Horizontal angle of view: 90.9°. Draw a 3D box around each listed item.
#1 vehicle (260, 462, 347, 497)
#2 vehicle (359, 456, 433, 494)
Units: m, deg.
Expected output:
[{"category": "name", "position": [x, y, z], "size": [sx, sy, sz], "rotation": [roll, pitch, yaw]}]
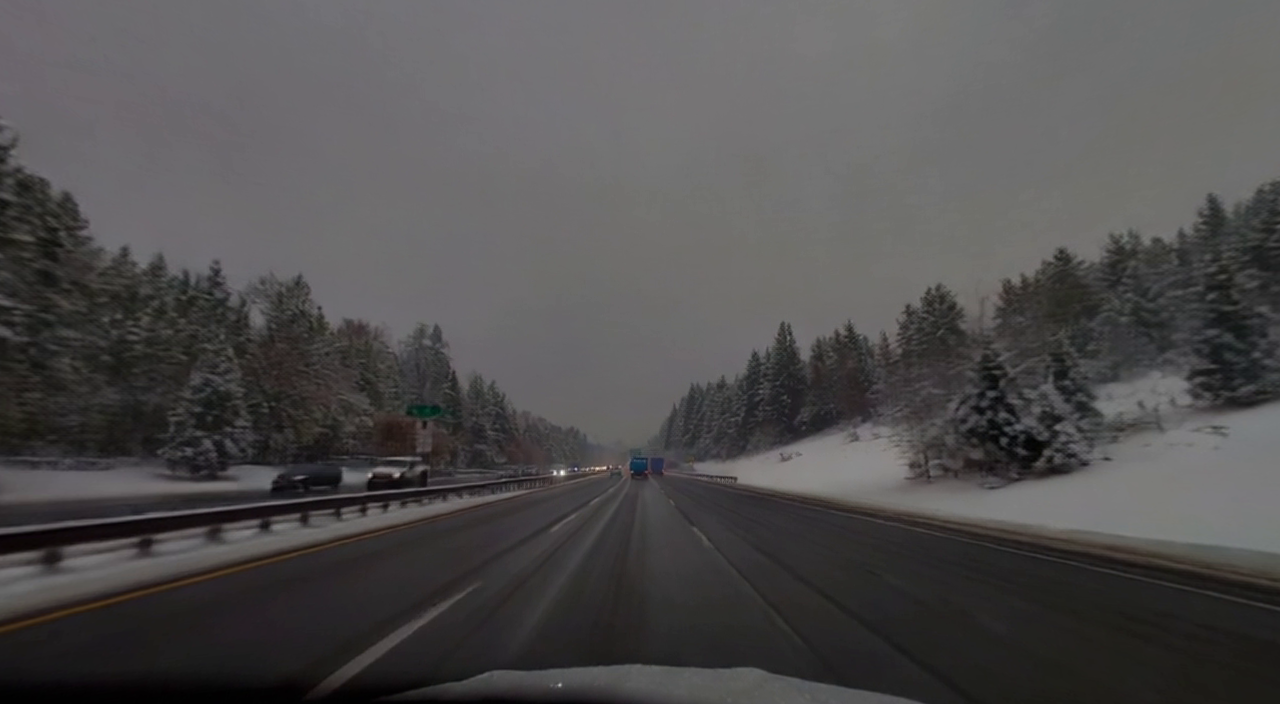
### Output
[{"category": "vehicle", "position": [-17.241, 6.557, 32.561], "size": [2.006, 1.607, 4.436], "rotation": [1, -11, 0]}, {"category": "vehicle", "position": [-13.319, 6.771, 34.815], "size": [2.203, 1.927, 4.857], "rotation": [1, -11, -1]}]
